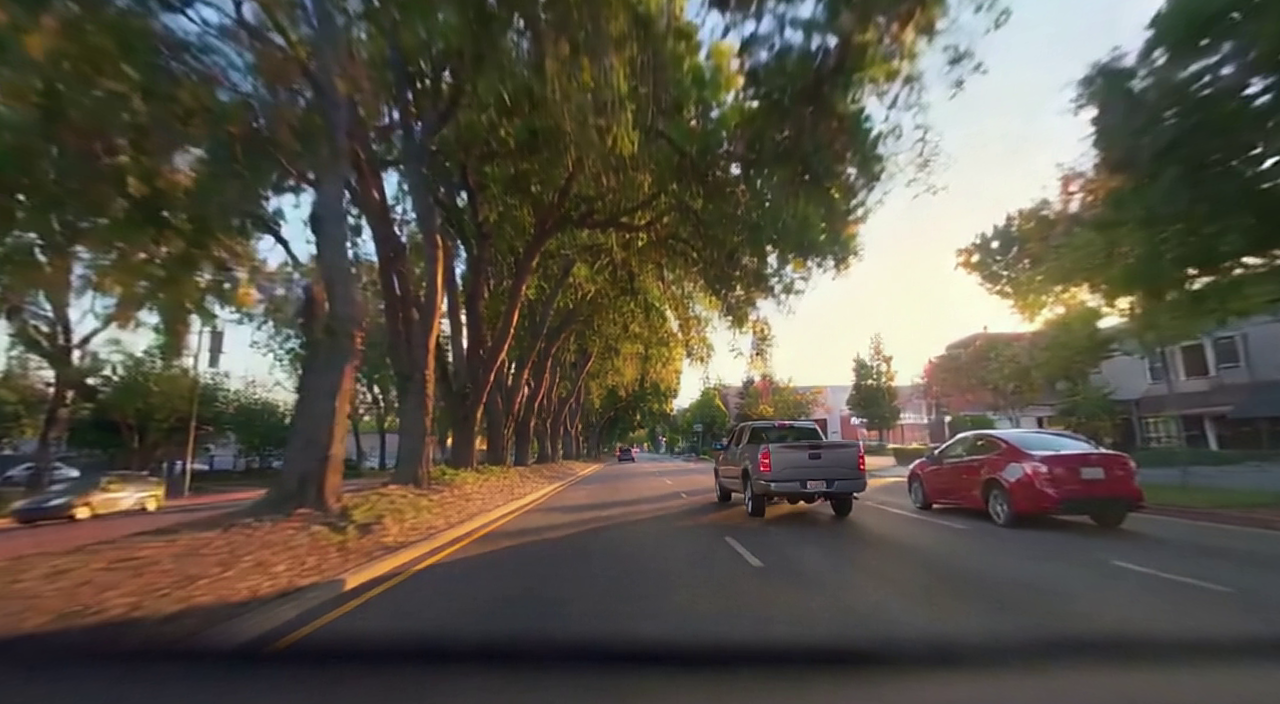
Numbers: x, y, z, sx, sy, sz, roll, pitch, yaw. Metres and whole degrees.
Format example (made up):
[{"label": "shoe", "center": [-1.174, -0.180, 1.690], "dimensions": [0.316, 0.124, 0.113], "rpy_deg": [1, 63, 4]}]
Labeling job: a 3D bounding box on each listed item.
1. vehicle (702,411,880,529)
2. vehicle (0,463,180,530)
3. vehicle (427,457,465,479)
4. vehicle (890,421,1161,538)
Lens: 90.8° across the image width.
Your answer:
[{"label": "vehicle", "center": [2.640, 2.259, 12.641], "dimensions": [2.138, 1.836, 5.245], "rpy_deg": [0, -9, -1]}, {"label": "vehicle", "center": [-17.292, 4.427, 19.910], "dimensions": [2.133, 1.724, 4.642], "rpy_deg": [0, -9, -1]}, {"label": "vehicle", "center": [-14.682, 8.777, 48.106], "dimensions": [1.835, 1.487, 4.201], "rpy_deg": [0, -9, -4]}, {"label": "vehicle", "center": [6.268, 2.115, 11.047], "dimensions": [1.993, 1.604, 4.260], "rpy_deg": [0, -9, -1]}]
